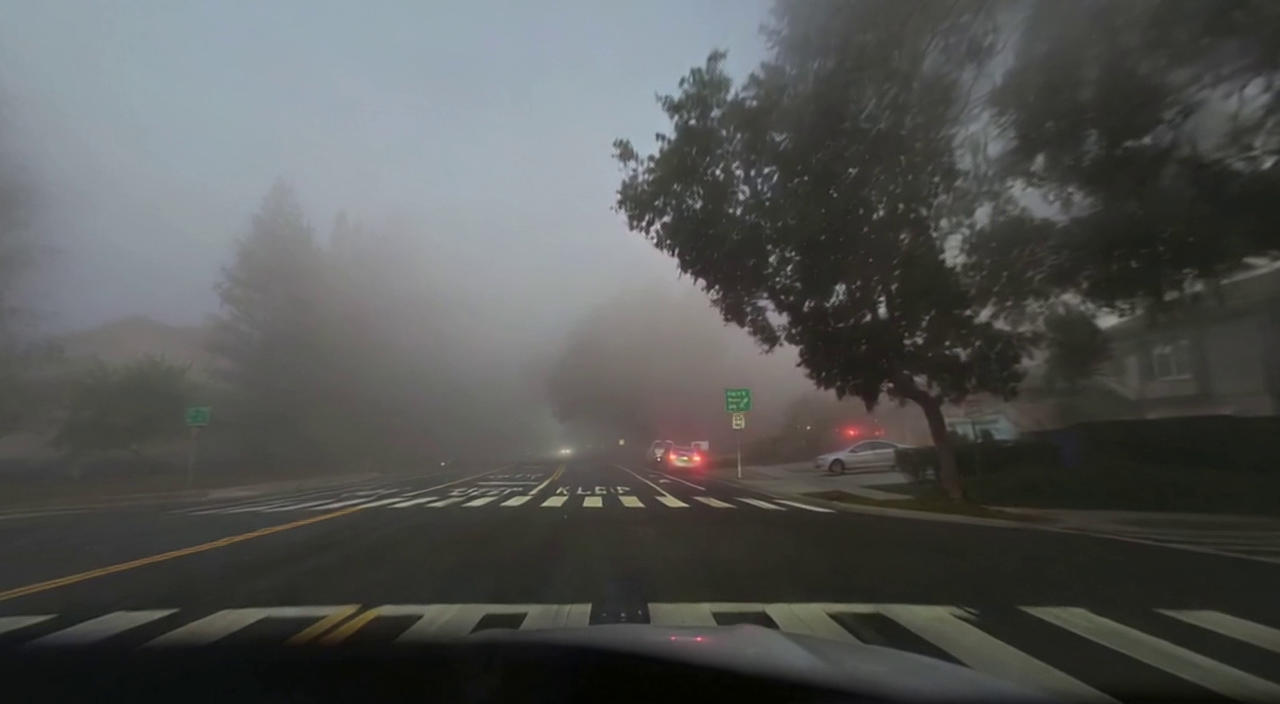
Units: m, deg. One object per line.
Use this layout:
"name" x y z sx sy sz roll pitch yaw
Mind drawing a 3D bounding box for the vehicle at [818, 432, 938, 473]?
"vehicle" 10.276 4.361 27.451 4.492 1.619 1.849 -6 -10 33

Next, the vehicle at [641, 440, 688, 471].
"vehicle" 1.470 6.746 41.302 2.293 1.858 5.868 1 -9 -6

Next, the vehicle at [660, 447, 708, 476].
"vehicle" 2.332 5.968 34.666 1.919 1.474 4.370 1 -9 -6
